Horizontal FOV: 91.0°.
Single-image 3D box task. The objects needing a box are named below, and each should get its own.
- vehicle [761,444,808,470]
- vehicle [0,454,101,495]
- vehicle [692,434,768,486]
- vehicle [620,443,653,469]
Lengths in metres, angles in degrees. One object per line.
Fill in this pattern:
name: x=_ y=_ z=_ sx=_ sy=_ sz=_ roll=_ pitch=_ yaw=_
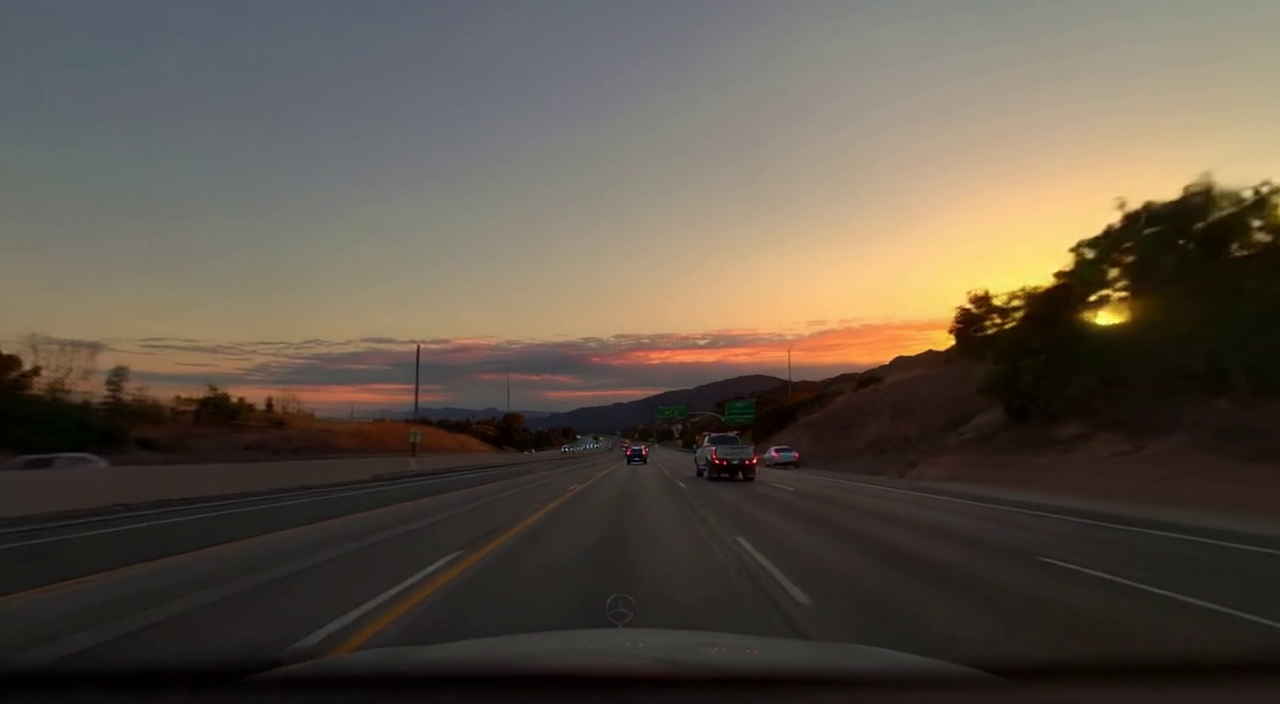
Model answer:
vehicle: x=10.610 y=7.745 z=46.589 sx=2.161 sy=1.824 sz=4.876 roll=1 pitch=-9 yaw=-1
vehicle: x=-25.600 y=5.068 z=26.333 sx=1.896 sy=1.549 sz=4.654 roll=0 pitch=-9 yaw=1
vehicle: x=3.405 y=4.227 z=24.860 sx=2.269 sy=1.839 sz=4.554 roll=1 pitch=-9 yaw=-1
vehicle: x=-0.214 y=7.120 z=43.044 sx=2.142 sy=1.664 sz=4.076 roll=0 pitch=-9 yaw=0
